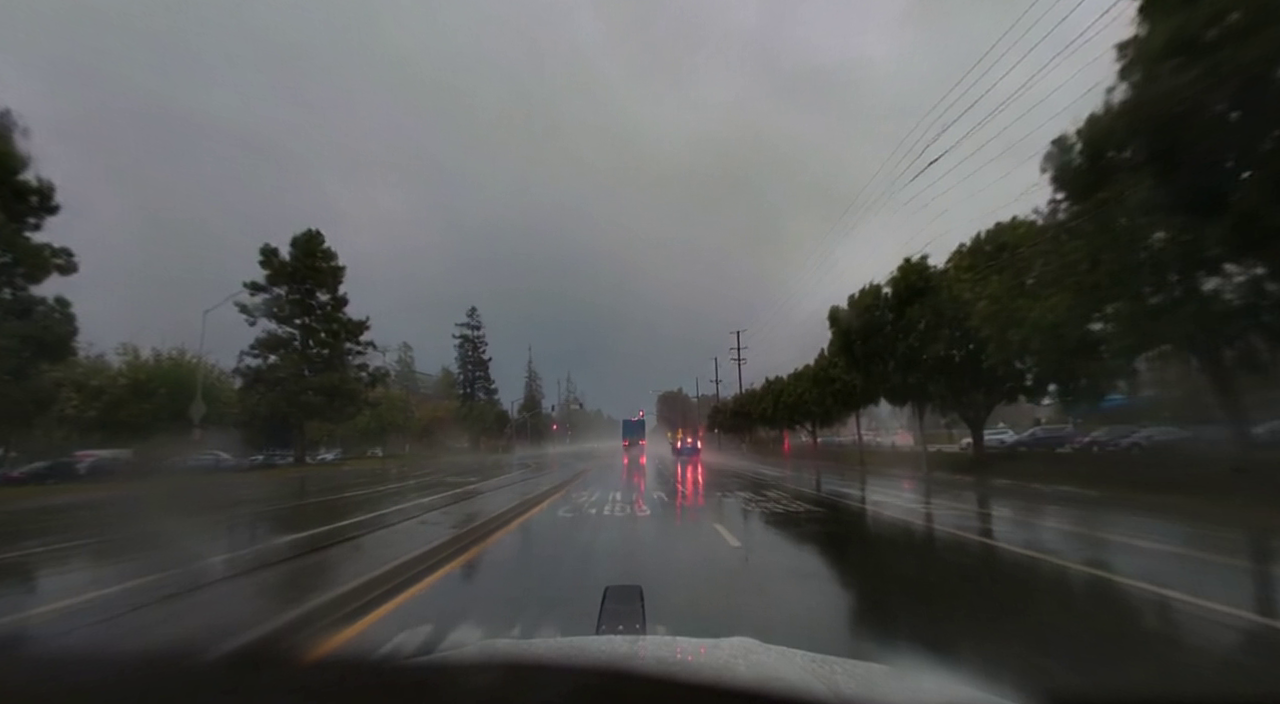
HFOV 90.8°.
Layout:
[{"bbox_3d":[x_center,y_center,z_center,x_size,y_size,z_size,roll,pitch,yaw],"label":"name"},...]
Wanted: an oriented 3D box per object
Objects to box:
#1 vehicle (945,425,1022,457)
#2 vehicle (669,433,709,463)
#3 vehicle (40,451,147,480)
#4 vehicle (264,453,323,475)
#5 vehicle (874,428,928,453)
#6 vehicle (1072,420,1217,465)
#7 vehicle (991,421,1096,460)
[{"bbox_3d":[20.070,5.250,37.180,1.939,1.753,4.469,0,-8,0],"label":"vehicle"},{"bbox_3d":[3.053,6.073,40.085,2.086,1.803,4.607,0,-8,-1],"label":"vehicle"},{"bbox_3d":[-34.492,7.172,39.973,4.598,1.717,2.289,0,-8,-1],"label":"vehicle"},{"bbox_3d":[-26.298,8.501,48.152,1.883,1.482,4.779,0,-8,-2],"label":"vehicle"},{"bbox_3d":[20.335,6.973,49.503,1.993,1.854,5.008,0,-8,-1],"label":"vehicle"},{"bbox_3d":[20.239,3.684,25.694,2.021,1.640,4.620,0,-8,0],"label":"vehicle"},{"bbox_3d":[20.048,4.441,31.718,1.941,1.784,4.967,0,-8,-1],"label":"vehicle"}]
